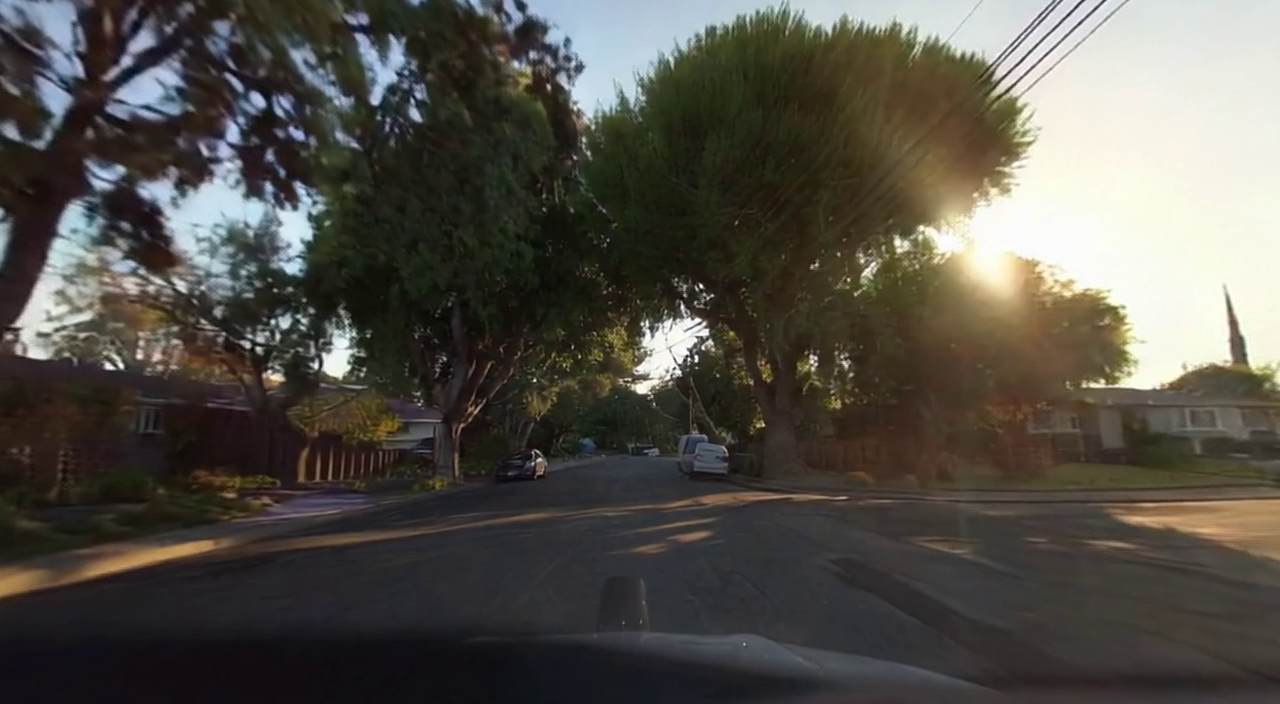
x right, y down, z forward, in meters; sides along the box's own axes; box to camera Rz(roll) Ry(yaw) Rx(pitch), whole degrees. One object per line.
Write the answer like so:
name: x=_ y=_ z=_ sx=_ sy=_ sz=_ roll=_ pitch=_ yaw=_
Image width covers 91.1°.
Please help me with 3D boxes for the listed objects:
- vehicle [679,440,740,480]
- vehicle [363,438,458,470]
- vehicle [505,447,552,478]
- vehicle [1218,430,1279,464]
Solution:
vehicle: x=3.178 y=5.032 z=29.527 sx=2.140 sy=1.749 sz=4.369 roll=1 pitch=-9 yaw=-3
vehicle: x=-13.781 y=6.185 z=38.042 sx=5.019 sy=1.867 sz=2.006 roll=1 pitch=-9 yaw=-8
vehicle: x=-5.948 y=5.925 z=34.023 sx=1.947 sy=1.557 sz=3.900 roll=0 pitch=-8 yaw=-2
vehicle: x=30.005 y=4.452 z=29.469 sx=1.700 sy=1.556 sz=3.732 roll=3 pitch=-9 yaw=-18
